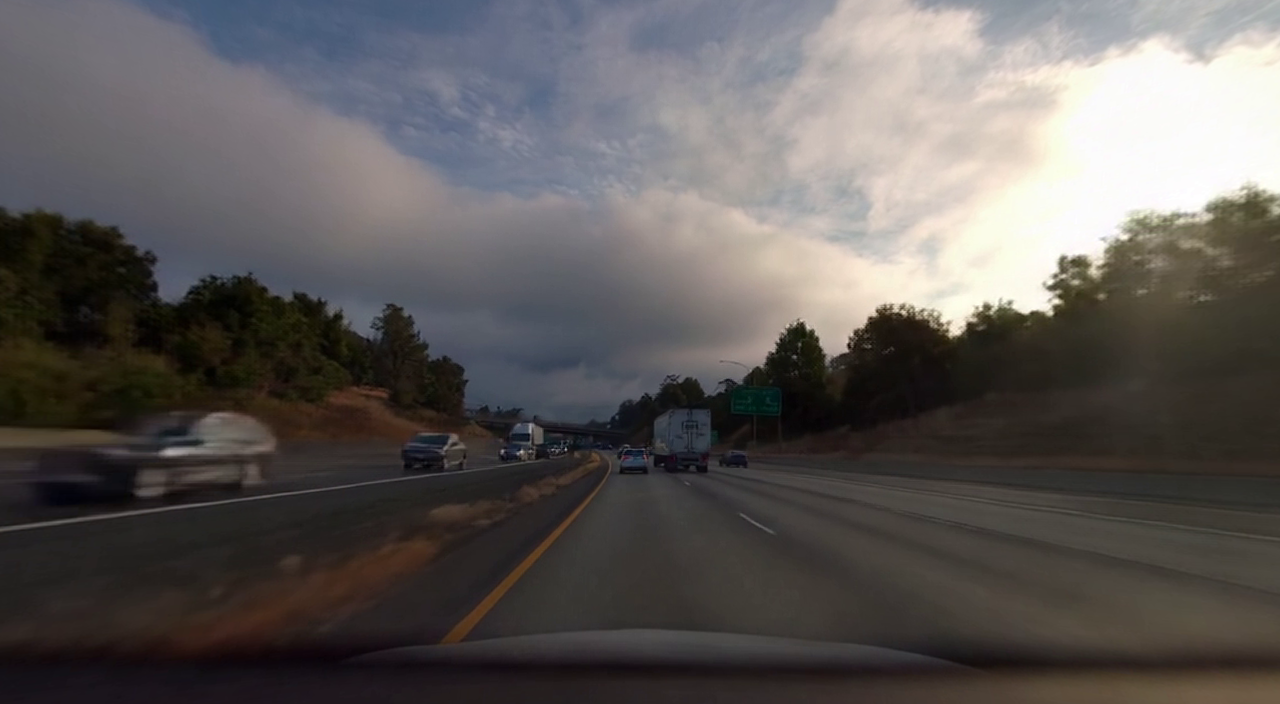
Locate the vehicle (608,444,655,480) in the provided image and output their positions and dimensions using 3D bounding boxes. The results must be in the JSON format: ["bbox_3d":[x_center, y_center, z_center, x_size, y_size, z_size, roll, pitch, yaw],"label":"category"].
[{"bbox_3d":[-0.447,5.277,30.347,2.111,1.599,3.859,0,-9,-1],"label":"vehicle"}]

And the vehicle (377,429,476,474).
[{"bbox_3d":[-7.610,3.611,22.937,2.183,1.457,3.987,0,-9,0],"label":"vehicle"}]

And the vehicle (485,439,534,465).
[{"bbox_3d":[-7.660,5.976,37.511,2.013,1.439,4.317,0,-9,0],"label":"vehicle"}]

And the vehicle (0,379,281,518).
[{"bbox_3d":[-7.199,1.345,8.809,1.928,1.473,4.170,0,-9,-1],"label":"vehicle"}]

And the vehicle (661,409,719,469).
[{"bbox_3d":[3.570,6.785,48.464,2.931,4.009,12.800,0,-9,-2],"label":"vehicle"}]
